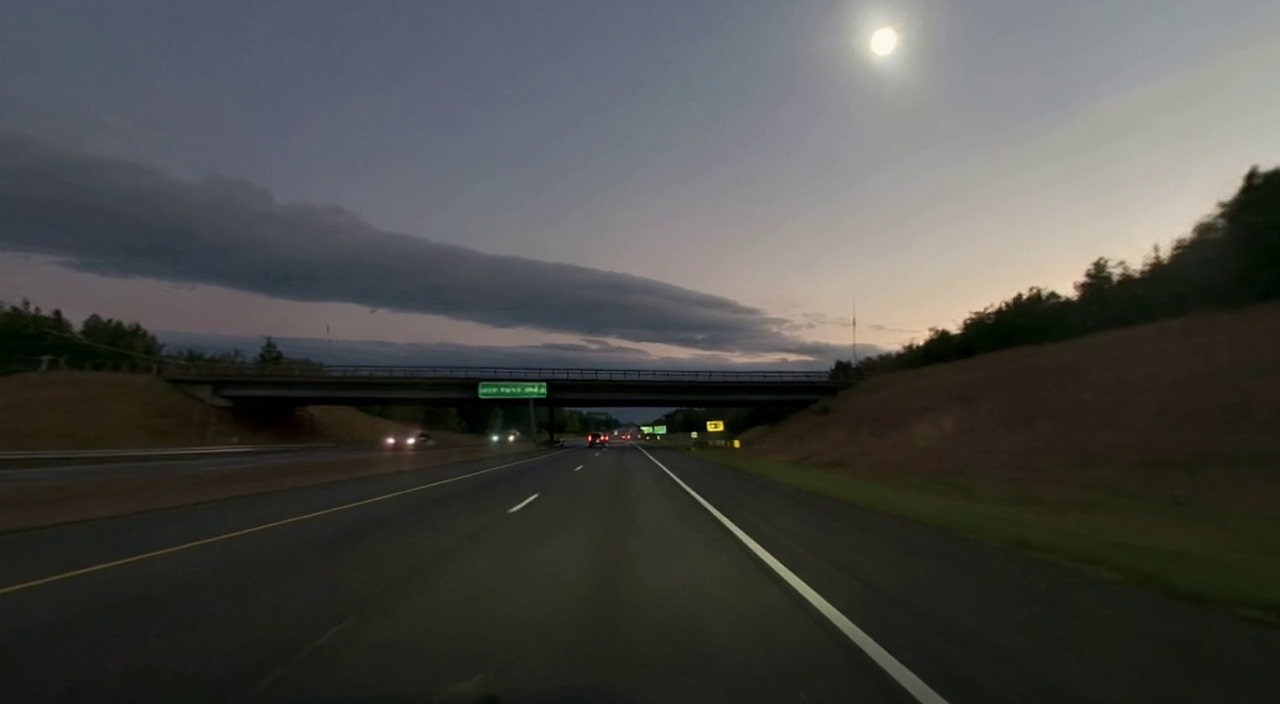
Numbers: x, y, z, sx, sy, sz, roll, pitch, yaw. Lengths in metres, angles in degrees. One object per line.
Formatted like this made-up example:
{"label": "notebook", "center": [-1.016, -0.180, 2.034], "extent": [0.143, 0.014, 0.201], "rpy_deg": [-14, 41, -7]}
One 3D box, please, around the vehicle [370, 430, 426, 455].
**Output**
{"label": "vehicle", "center": [-15.783, 5.911, 41.265], "extent": [1.879, 1.483, 4.596], "rpy_deg": [0, -8, 0]}
